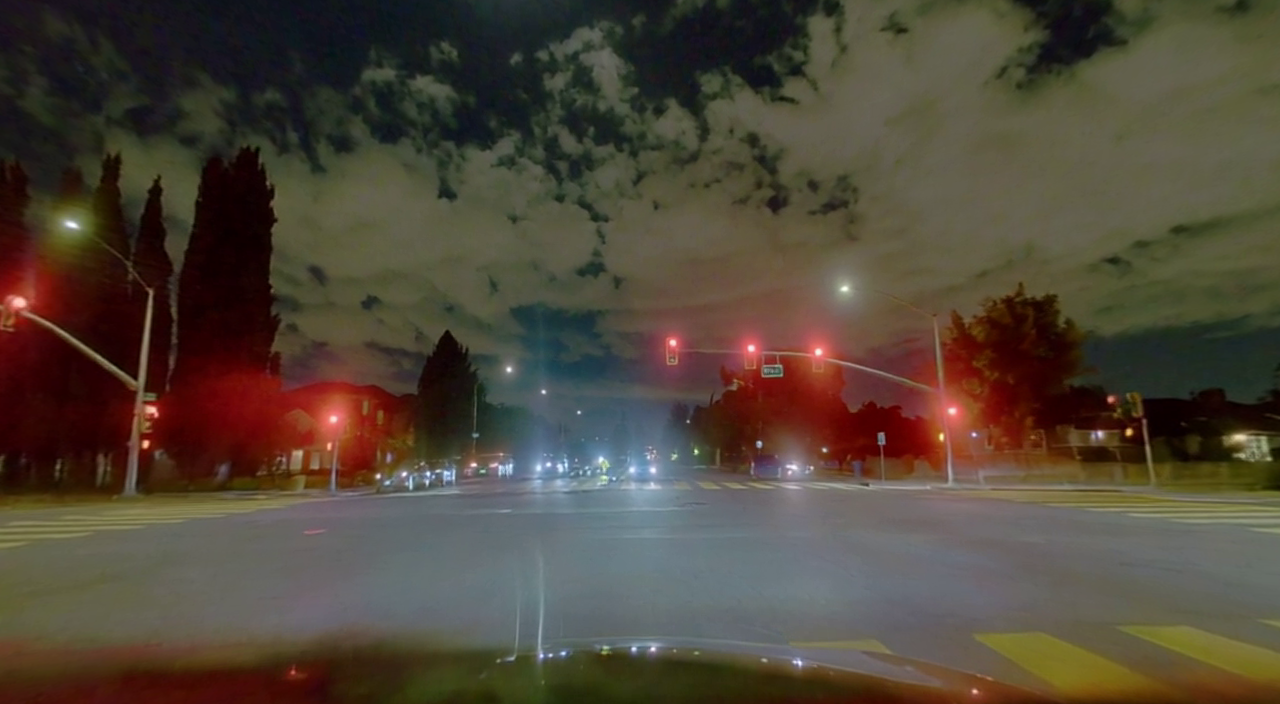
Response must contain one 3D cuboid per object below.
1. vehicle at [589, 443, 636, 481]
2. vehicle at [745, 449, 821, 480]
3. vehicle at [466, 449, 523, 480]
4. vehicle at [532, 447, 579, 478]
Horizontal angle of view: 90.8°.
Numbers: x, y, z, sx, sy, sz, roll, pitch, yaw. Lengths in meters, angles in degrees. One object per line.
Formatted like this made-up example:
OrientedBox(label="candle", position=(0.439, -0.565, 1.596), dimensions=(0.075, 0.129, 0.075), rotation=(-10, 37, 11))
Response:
OrientedBox(label="vehicle", position=(-1.509, 5.924, 34.424), dimensions=(2.355, 1.868, 5.125), rotation=(0, -9, -2))
OrientedBox(label="vehicle", position=(7.399, 5.731, 32.492), dimensions=(2.046, 1.491, 4.118), rotation=(-8, -12, 41))
OrientedBox(label="vehicle", position=(-8.280, 6.440, 36.468), dimensions=(2.028, 1.654, 5.027), rotation=(0, -9, 1))
OrientedBox(label="vehicle", position=(-4.861, 6.427, 37.103), dimensions=(2.091, 1.707, 4.157), rotation=(0, -9, 1))
